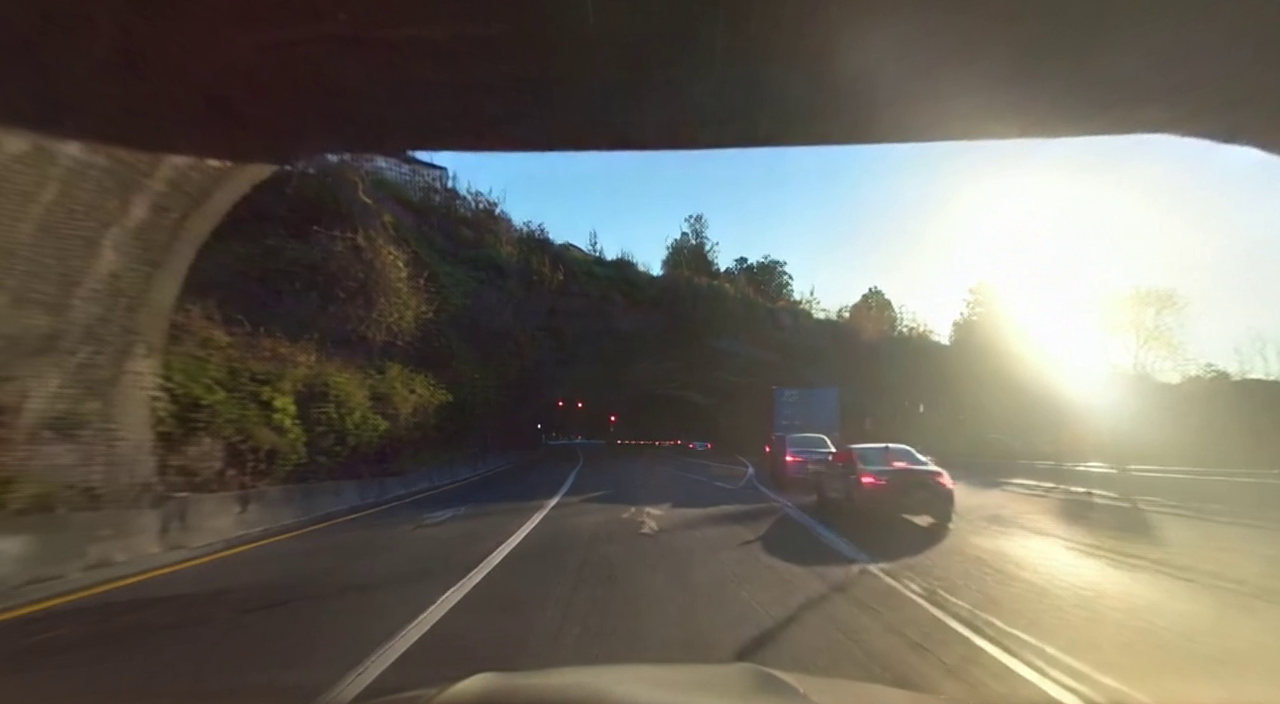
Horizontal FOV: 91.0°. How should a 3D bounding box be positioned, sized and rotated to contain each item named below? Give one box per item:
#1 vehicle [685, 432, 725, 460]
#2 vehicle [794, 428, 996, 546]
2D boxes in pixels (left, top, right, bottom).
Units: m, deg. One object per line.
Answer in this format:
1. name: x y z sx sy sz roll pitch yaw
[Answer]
1. vehicle: 4.395 6.401 42.978 1.917 1.748 4.003 0 -8 -6
2. vehicle: 3.764 2.024 10.142 1.947 1.475 3.962 -1 -8 6
